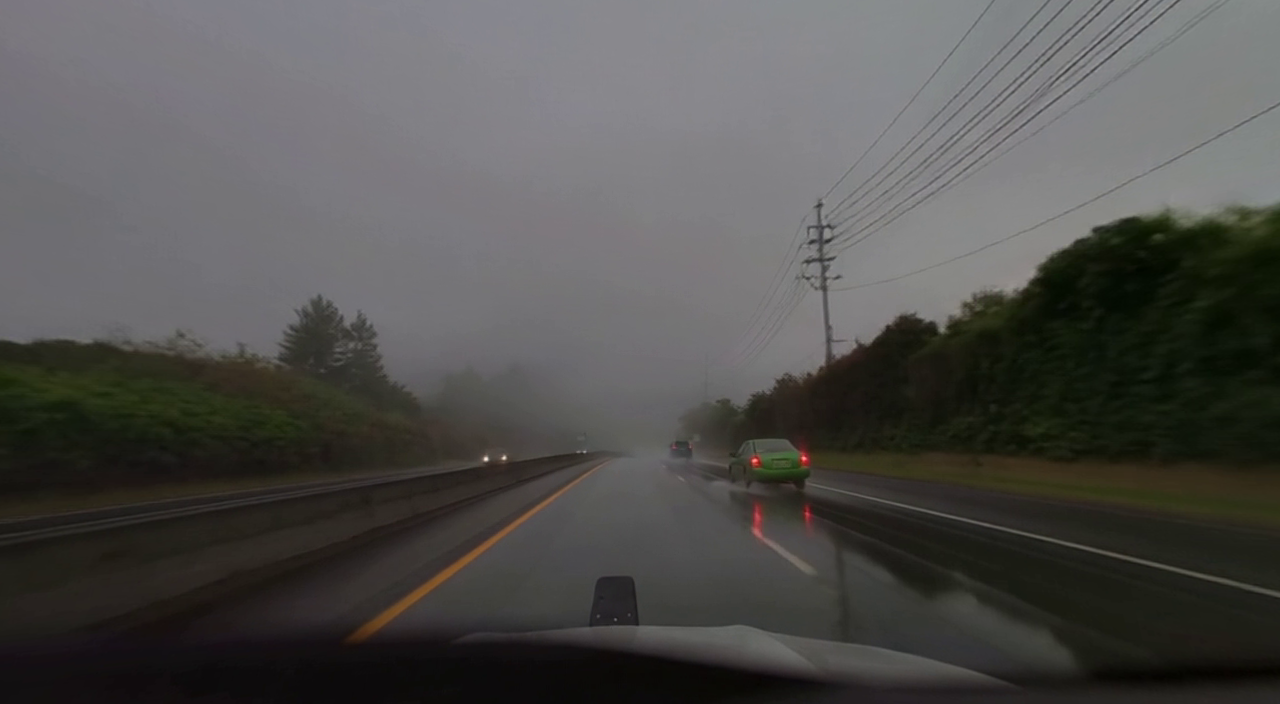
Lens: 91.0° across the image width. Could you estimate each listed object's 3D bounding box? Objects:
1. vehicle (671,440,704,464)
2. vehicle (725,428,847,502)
[{"bbox_3d":[3.147,6.739,42.709,1.868,1.507,3.833,-1,-8,-1],"label":"vehicle"},{"bbox_3d":[3.523,2.807,16.139,1.977,1.581,4.428,-1,-8,-1],"label":"vehicle"}]
